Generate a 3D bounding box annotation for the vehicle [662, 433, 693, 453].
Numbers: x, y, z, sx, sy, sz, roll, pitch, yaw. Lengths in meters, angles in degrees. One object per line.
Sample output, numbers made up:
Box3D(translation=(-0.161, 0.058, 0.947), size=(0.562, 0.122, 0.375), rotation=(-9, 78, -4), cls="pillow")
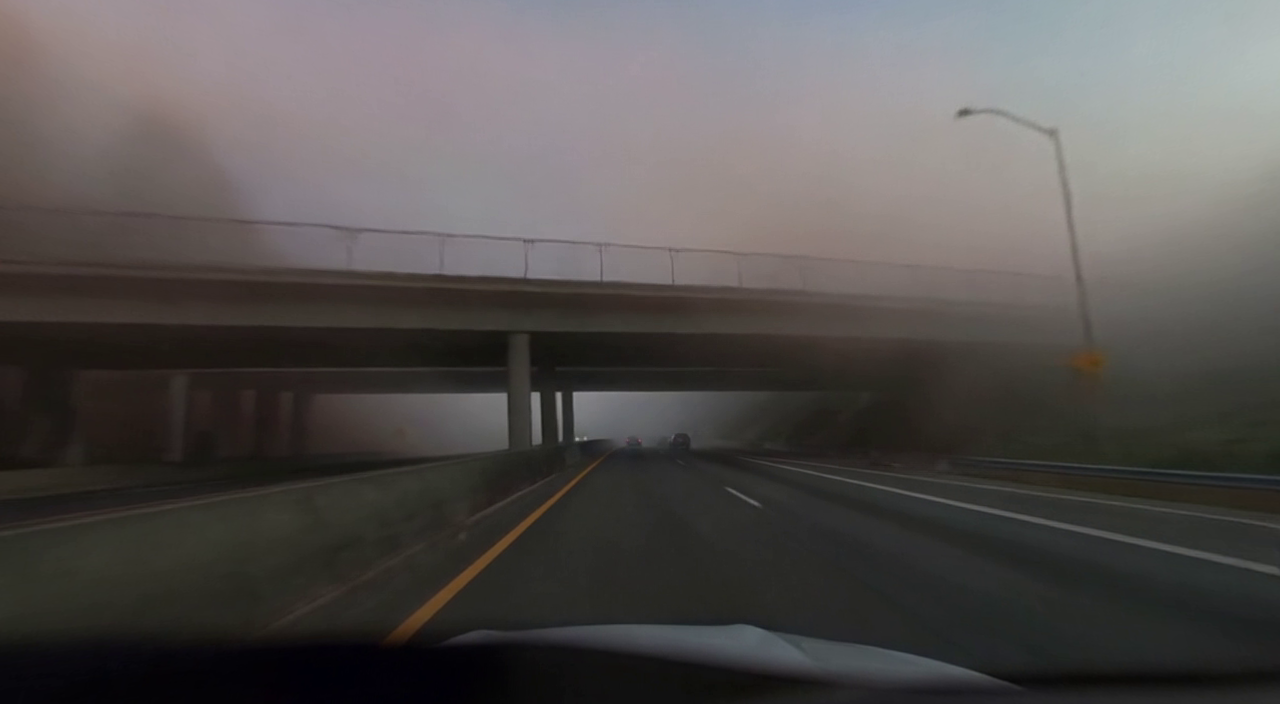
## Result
Box3D(translation=(2.787, 6.872, 47.653), size=(1.981, 1.490, 3.449), rotation=(0, -8, -3), cls="vehicle")
